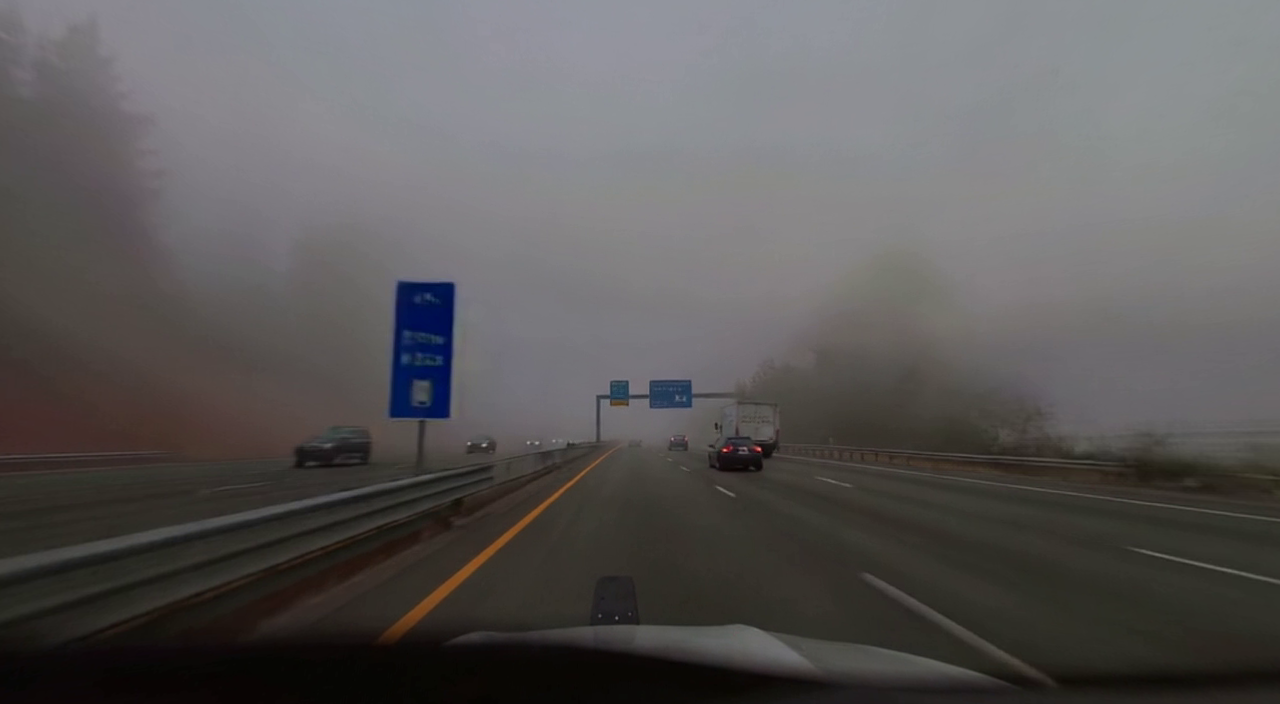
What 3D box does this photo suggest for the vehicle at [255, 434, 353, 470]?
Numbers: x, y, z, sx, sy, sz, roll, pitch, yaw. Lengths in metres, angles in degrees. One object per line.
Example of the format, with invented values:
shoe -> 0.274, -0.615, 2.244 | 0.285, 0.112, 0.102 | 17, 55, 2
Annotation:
vehicle -> -15.438, 4.601, 29.287 | 1.876, 1.505, 4.819 | 0, -8, 0

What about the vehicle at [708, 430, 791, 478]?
vehicle -> 3.766, 3.593, 22.614 | 1.986, 1.501, 4.529 | 0, -8, -2
